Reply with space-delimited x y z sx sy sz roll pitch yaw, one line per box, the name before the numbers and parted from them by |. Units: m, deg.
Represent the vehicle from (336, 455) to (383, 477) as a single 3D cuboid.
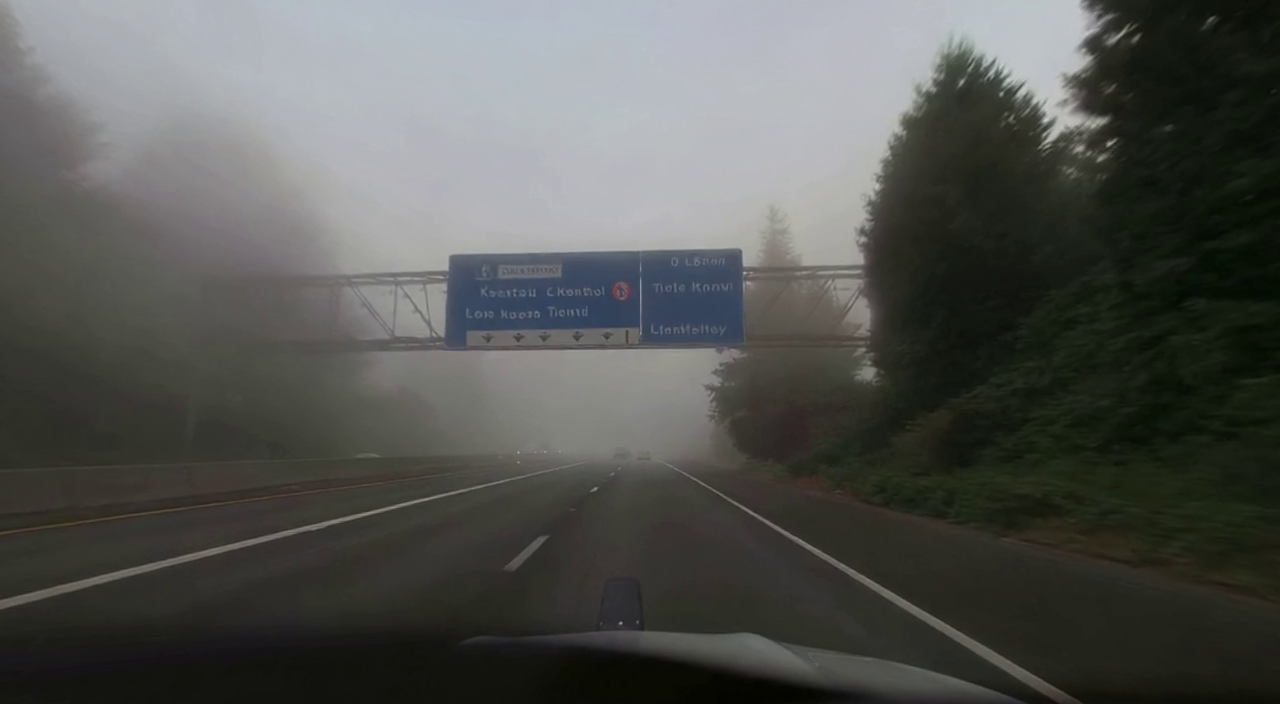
vehicle | -20.489 8.310 46.219 1.658 1.394 3.896 3 -9 -2
